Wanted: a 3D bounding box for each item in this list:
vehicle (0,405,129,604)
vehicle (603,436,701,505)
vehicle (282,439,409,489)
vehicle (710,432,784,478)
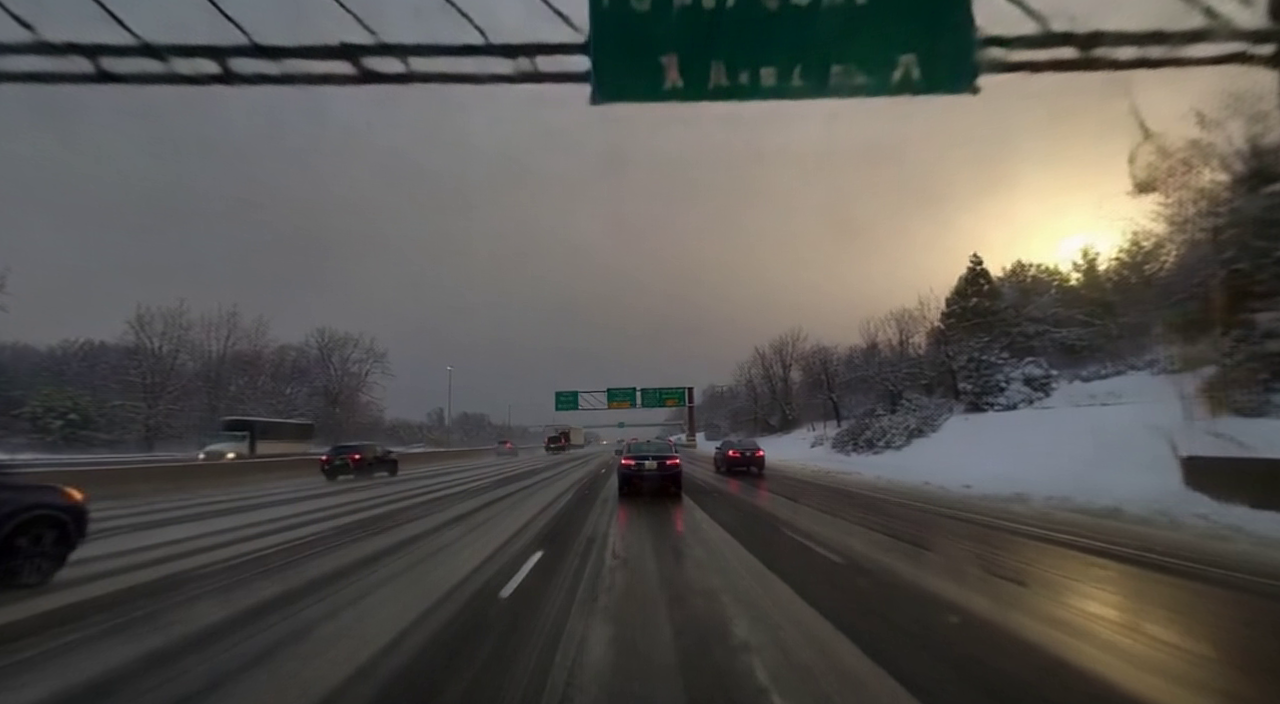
[{"bbox_3d":[-6.436,1.170,4.477,2.060,1.669,4.242,0,-8,-1],"label":"vehicle"},{"bbox_3d":[0.197,2.815,15.463,2.042,1.446,4.269,0,-8,-1],"label":"vehicle"},{"bbox_3d":[-10.058,3.847,22.053,2.019,1.510,4.992,0,-8,0],"label":"vehicle"},{"bbox_3d":[4.251,4.161,25.743,2.100,1.707,4.342,0,-8,-2],"label":"vehicle"}]
